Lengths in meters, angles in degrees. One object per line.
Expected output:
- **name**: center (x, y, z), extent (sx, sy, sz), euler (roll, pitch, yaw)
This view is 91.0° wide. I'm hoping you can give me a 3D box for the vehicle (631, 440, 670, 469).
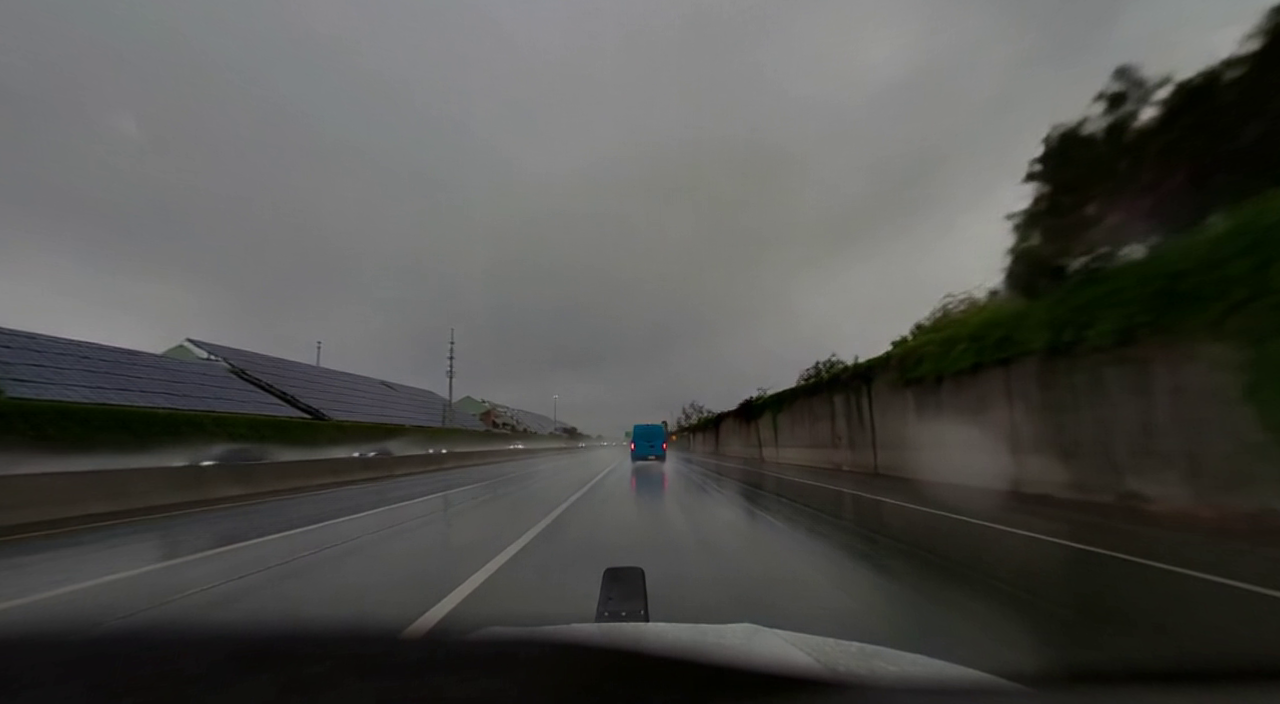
- **vehicle**: center (0.550, 5.562, 34.466), extent (1.997, 1.484, 3.409), euler (0, -8, 0)
